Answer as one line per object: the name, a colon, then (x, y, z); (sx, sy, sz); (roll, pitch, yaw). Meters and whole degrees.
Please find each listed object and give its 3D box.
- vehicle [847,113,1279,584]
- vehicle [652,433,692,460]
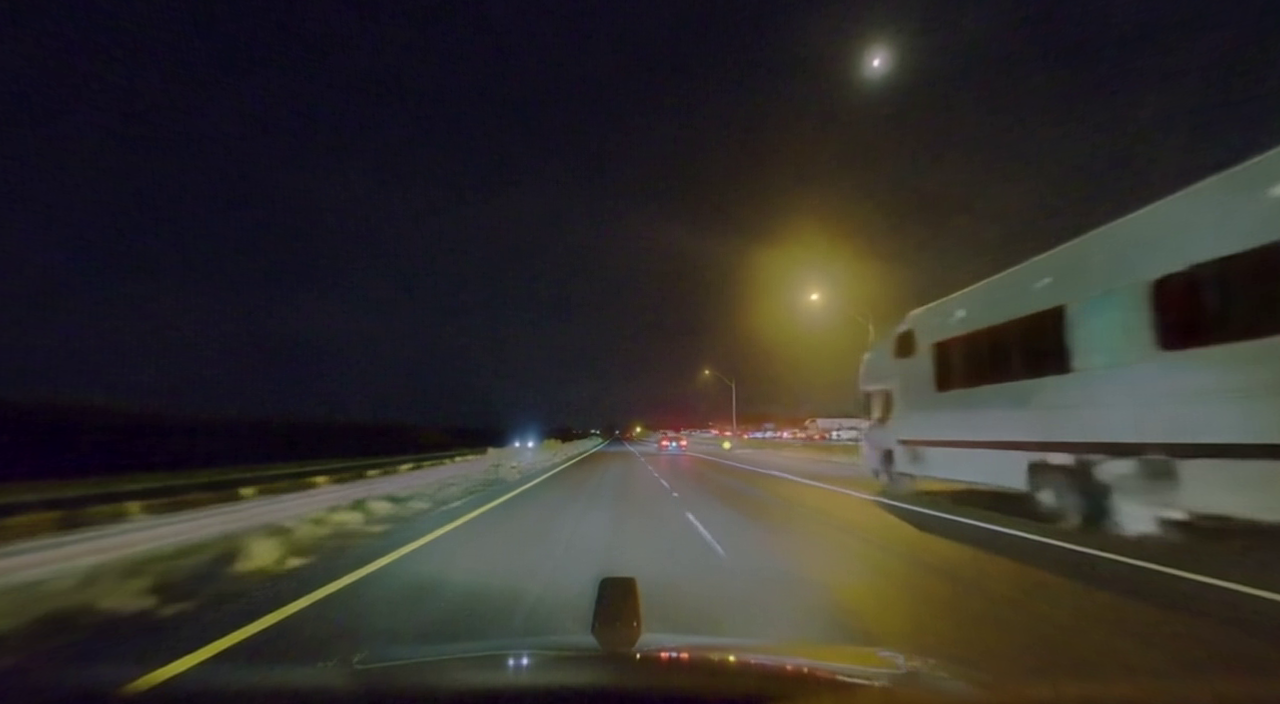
vehicle: (7.126, 0.556, 9.910); (2.937, 4.119, 14.096); (0, -8, 0)
vehicle: (1.818, 5.575, 37.266); (2.037, 1.504, 4.248); (0, -8, -2)
